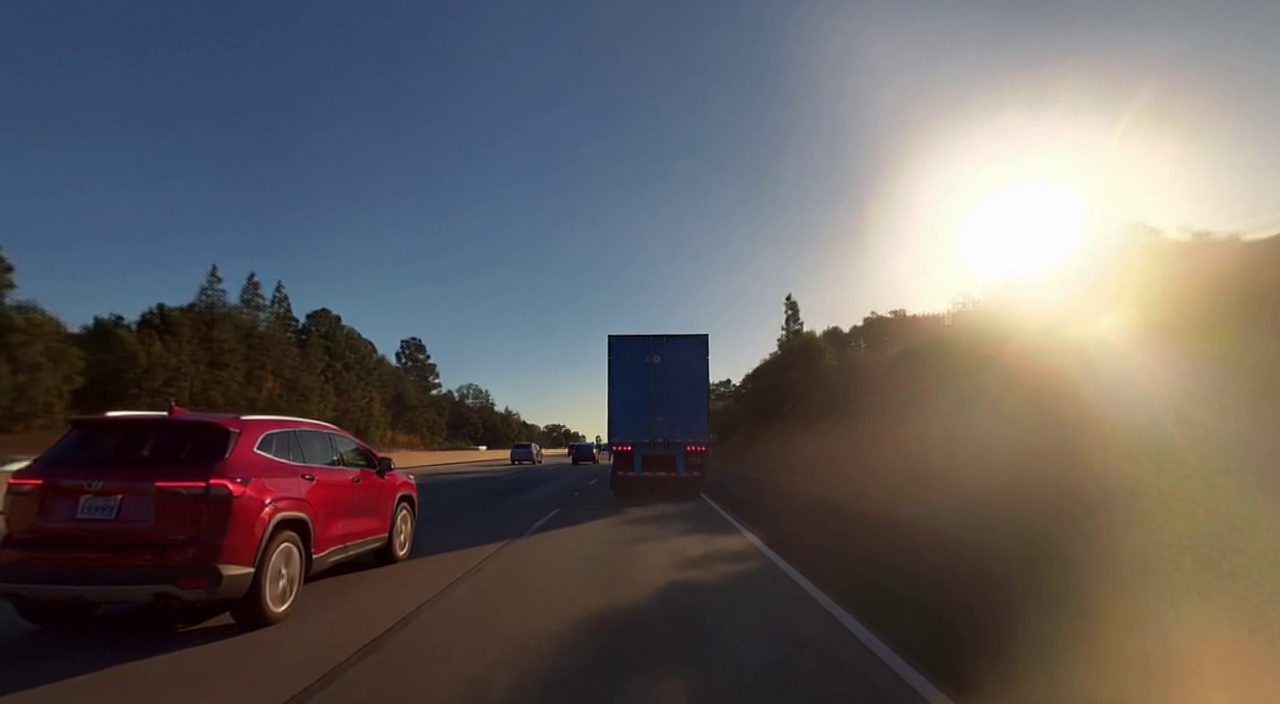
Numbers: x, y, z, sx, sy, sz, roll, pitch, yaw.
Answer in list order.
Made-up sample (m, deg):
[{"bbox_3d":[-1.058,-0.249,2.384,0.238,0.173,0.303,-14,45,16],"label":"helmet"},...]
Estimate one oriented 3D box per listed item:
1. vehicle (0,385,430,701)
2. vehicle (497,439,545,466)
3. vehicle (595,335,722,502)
[{"bbox_3d":[-3.679,1.330,5.569,2.077,1.671,4.249,0,-8,1],"label":"vehicle"},{"bbox_3d":[-6.789,5.789,36.444,1.882,1.451,4.416,0,-8,1],"label":"vehicle"},{"bbox_3d":[0.452,2.287,19.823,2.870,3.841,10.653,0,-8,0],"label":"vehicle"}]
